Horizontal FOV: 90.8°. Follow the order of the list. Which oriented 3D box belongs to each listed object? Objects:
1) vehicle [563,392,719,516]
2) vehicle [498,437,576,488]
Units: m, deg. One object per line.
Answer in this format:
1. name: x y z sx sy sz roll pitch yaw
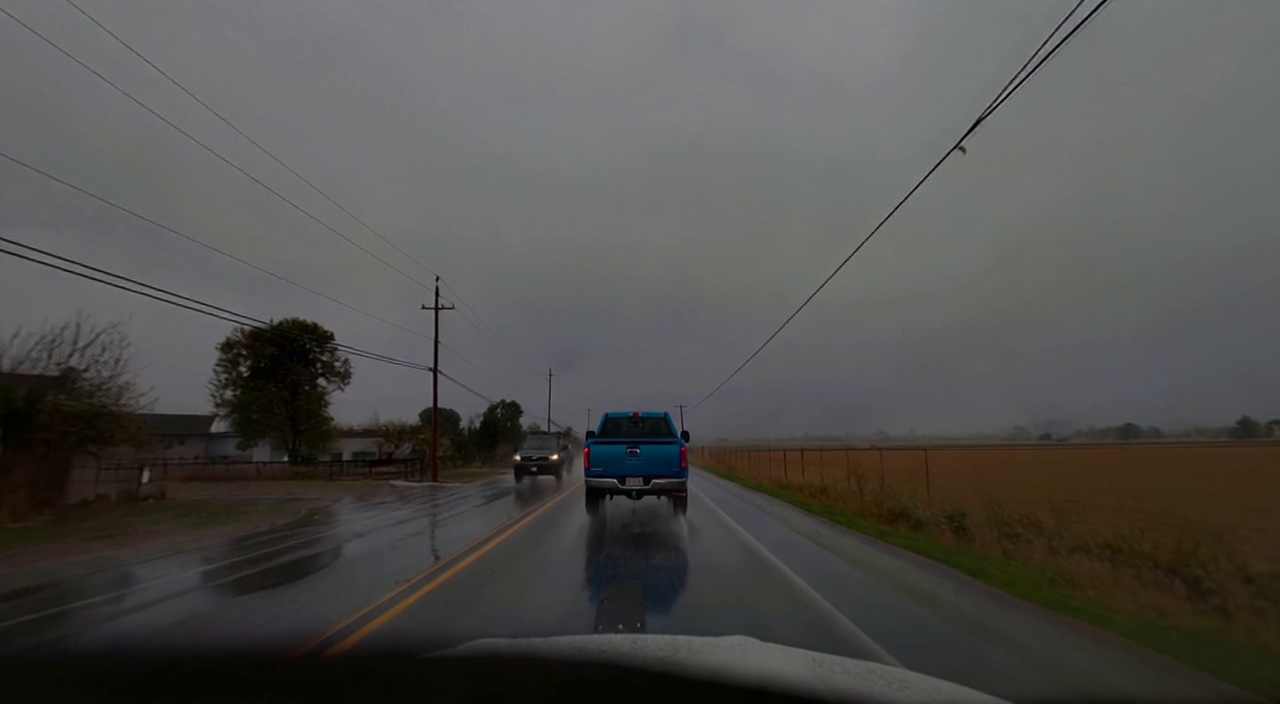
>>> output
1. vehicle: -0.045 2.448 15.572 2.912 2.320 7.292 0 -8 -1
2. vehicle: -3.824 4.195 24.375 2.122 1.729 4.783 0 -8 1
